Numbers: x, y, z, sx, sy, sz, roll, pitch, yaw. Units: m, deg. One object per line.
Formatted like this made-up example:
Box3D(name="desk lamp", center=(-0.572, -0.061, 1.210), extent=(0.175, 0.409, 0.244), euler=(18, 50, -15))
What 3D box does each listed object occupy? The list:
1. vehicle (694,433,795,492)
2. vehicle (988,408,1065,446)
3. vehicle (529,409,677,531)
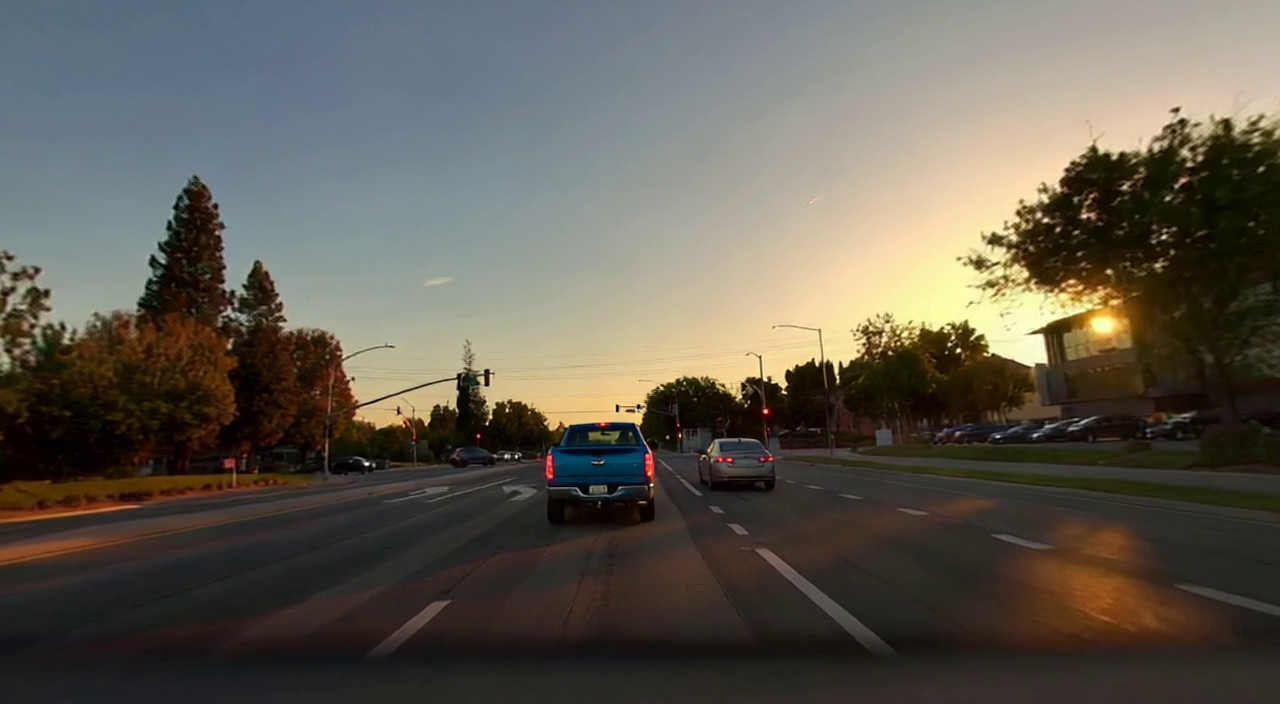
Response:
Box3D(name="vehicle", center=(2.848, 3.128, 18.310), extent=(2.073, 1.484, 4.437), euler=(0, -8, -1))
Box3D(name="vehicle", center=(30.335, 5.961, 49.745), extent=(2.892, 2.881, 4.178), euler=(2, -9, -16))
Box3D(name="vehicle", center=(-0.534, 2.063, 11.631), extent=(2.145, 1.762, 4.731), euler=(0, -8, 0))
